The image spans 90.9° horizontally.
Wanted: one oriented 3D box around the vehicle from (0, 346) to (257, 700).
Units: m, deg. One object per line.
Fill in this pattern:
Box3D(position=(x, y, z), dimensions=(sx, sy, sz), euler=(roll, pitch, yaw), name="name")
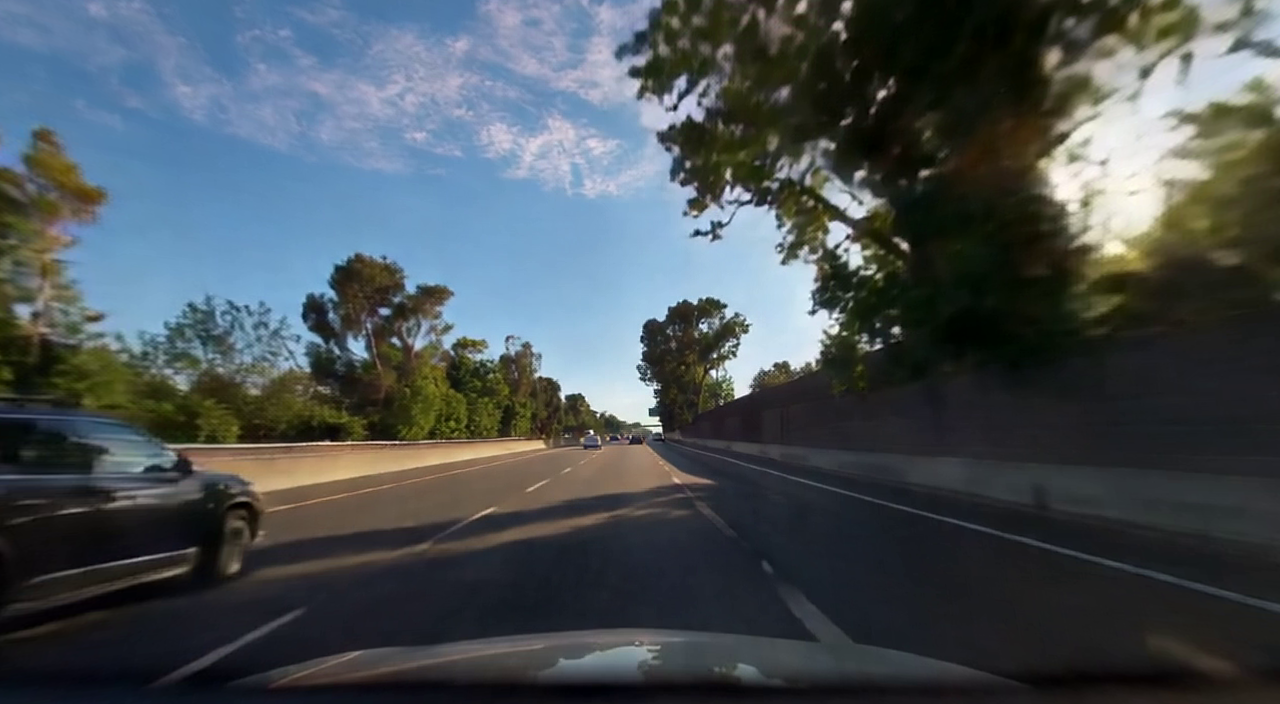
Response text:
Box3D(position=(-4.305, 0.806, 2.814), dimensions=(2.306, 1.730, 4.606), euler=(0, -8, 0), name="vehicle")
